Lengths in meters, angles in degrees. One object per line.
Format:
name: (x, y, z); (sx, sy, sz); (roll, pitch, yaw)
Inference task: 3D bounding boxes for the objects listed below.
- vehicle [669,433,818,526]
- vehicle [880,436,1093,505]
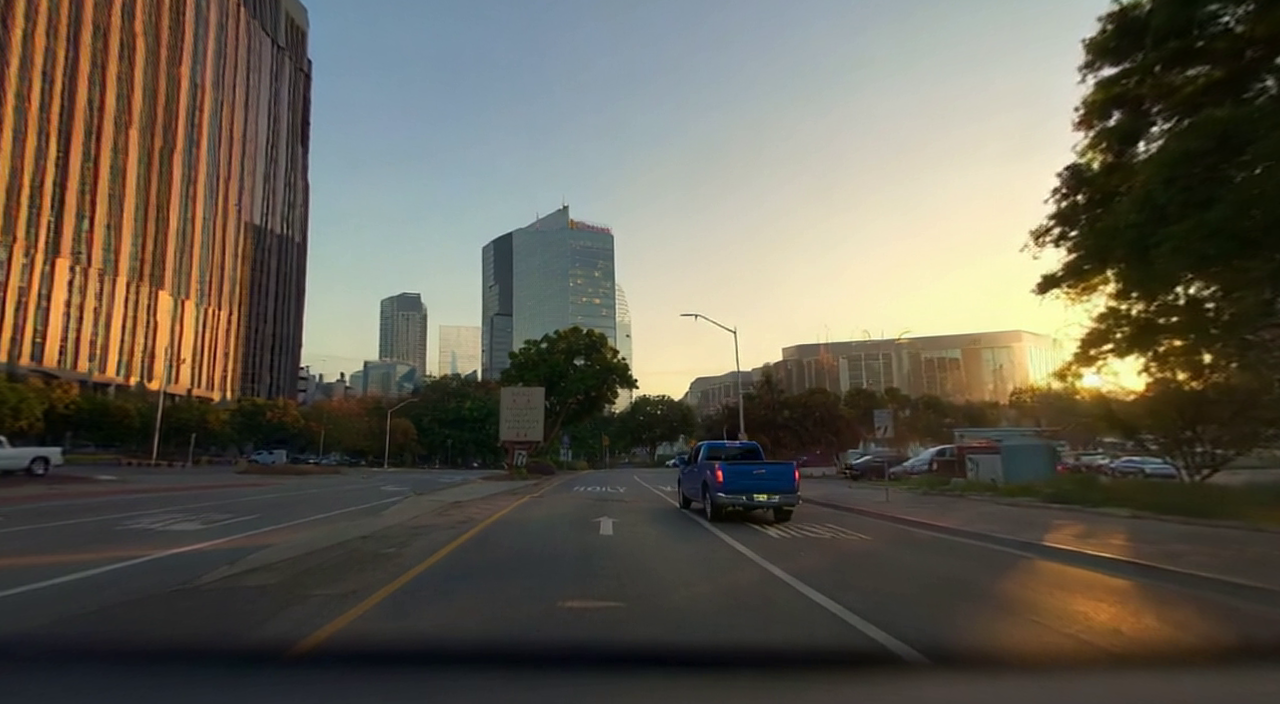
vehicle: (2.321, 3.134, 16.157); (2.402, 1.922, 5.677); (1, -9, -5)
vehicle: (14.558, 5.057, 26.917); (7.551, 2.142, 2.896); (5, -11, -4)
